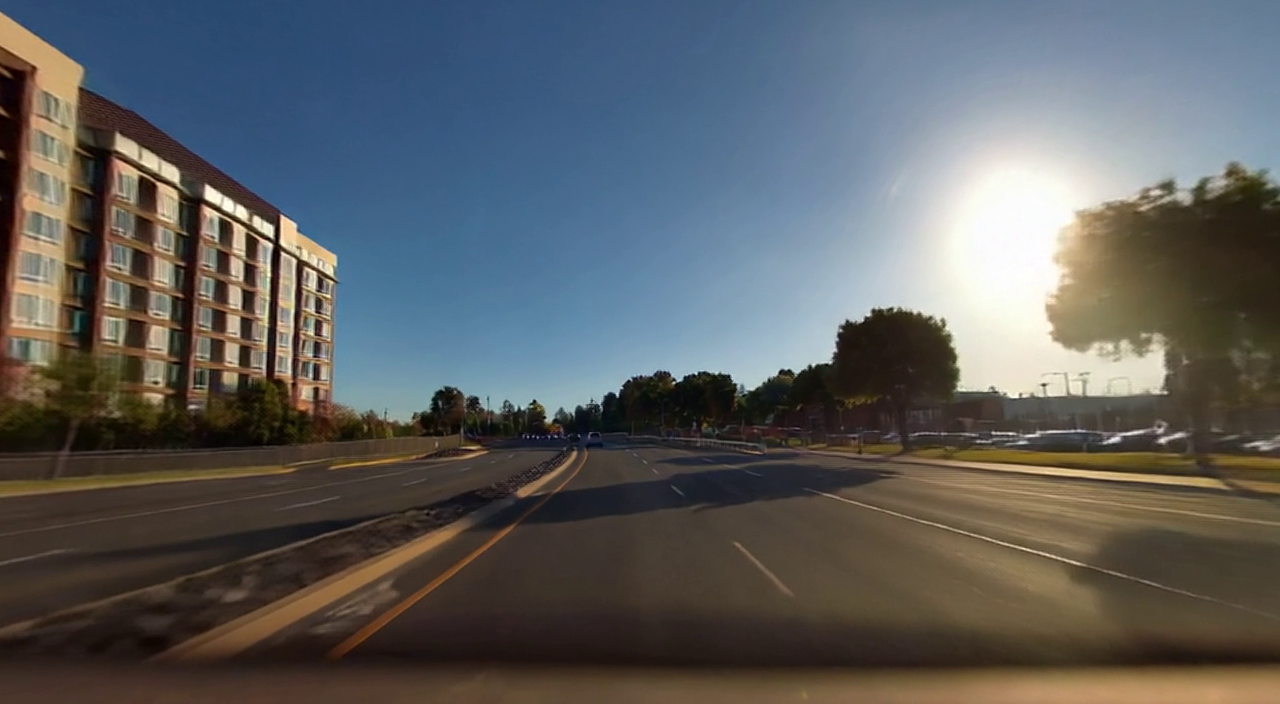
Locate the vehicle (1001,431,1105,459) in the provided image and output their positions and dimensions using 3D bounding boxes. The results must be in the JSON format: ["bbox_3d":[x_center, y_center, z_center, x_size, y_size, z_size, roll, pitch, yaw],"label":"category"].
[{"bbox_3d":[27.041,6.118,41.505,5.365,1.726,2.032,-1,-8,-1],"label":"vehicle"}]
